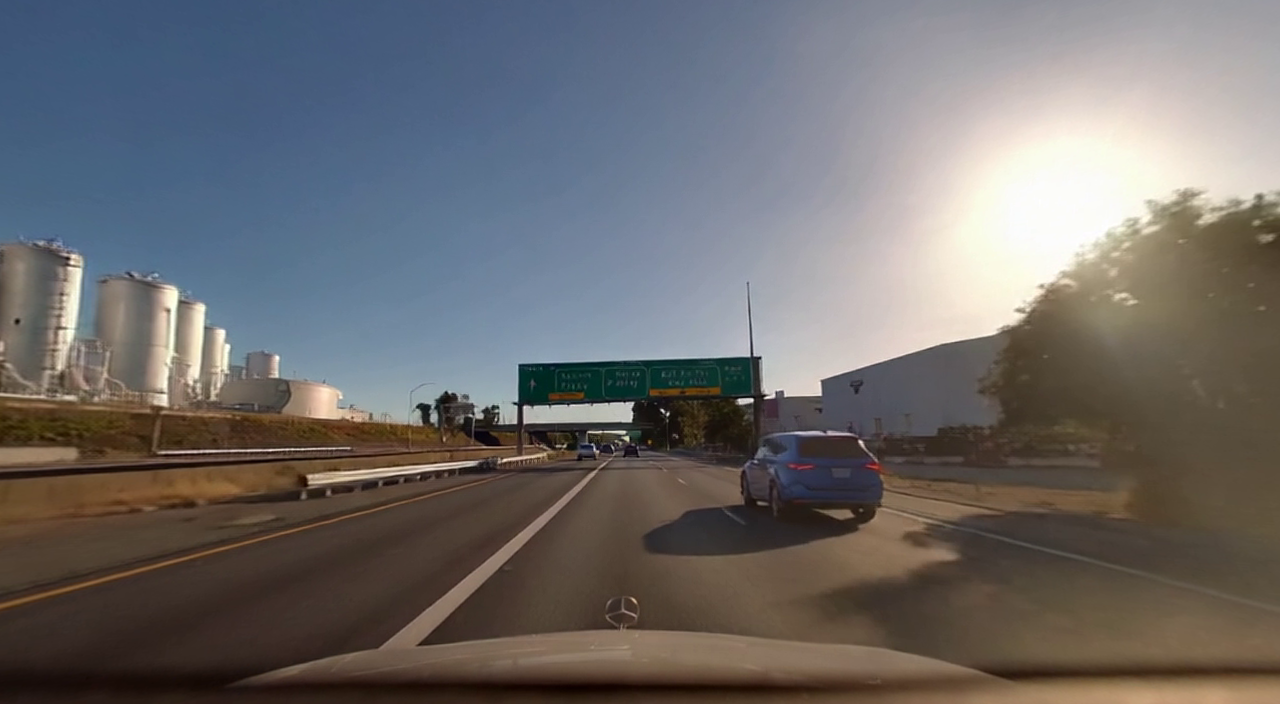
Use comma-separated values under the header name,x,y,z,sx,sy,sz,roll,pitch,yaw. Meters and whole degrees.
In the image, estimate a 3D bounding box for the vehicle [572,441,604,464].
name,x,y,z,sx,sy,sz,roll,pitch,yaw
vehicle,-3.804,7.448,46.811,2.012,1.571,4.232,0,-9,0

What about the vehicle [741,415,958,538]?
name,x,y,z,sx,sy,sz,roll,pitch,yaw
vehicle,3.473,2.208,11.795,2.296,1.790,5.067,0,-9,0
